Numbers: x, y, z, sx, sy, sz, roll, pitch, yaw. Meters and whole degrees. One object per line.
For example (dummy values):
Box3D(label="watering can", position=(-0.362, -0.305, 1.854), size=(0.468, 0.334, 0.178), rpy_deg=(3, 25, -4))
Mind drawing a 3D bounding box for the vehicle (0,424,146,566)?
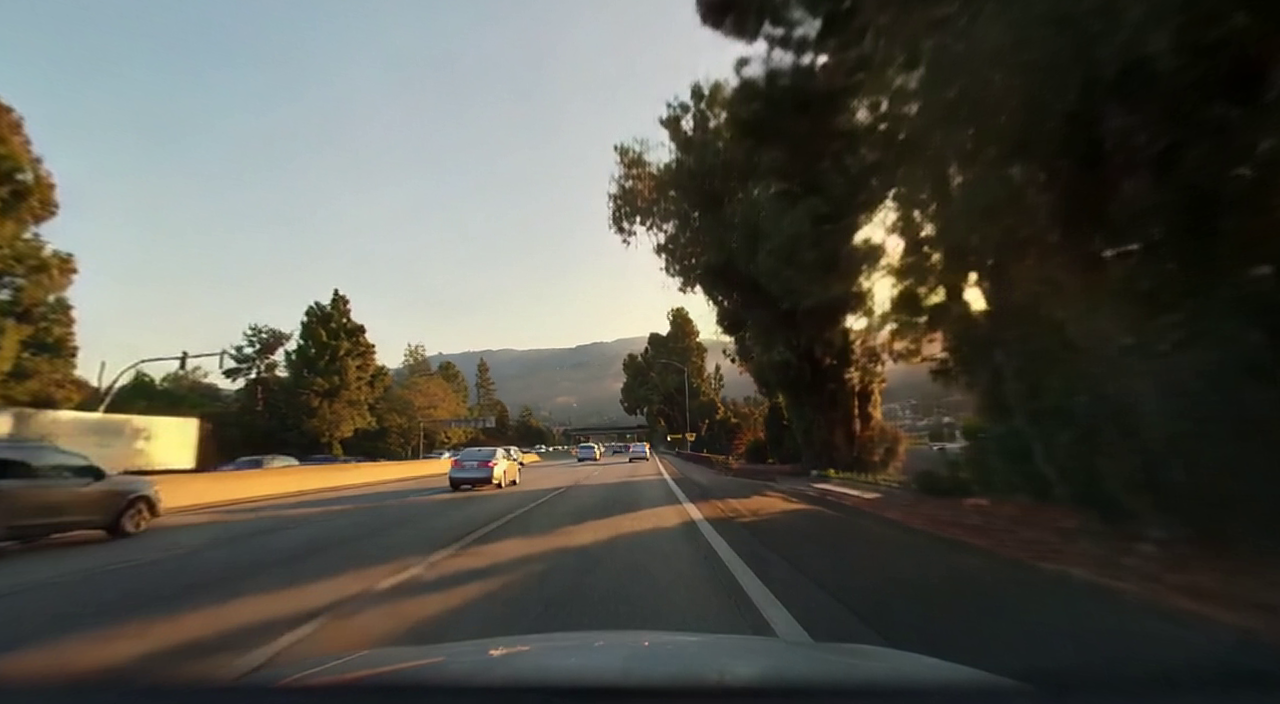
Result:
Box3D(label="vehicle", position=(-9.259, 1.837, 8.041), size=(2.091, 1.795, 4.617), rpy_deg=(-1, -9, 2))

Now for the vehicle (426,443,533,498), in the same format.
Box3D(label="vehicle", position=(-5.118, 3.818, 20.911), size=(2.102, 1.562, 4.884), rpy_deg=(-1, -9, 2))

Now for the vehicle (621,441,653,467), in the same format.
Box3D(label="vehicle", position=(-0.210, 7.446, 46.152), size=(2.179, 1.742, 4.396), rpy_deg=(-1, -9, 0))
